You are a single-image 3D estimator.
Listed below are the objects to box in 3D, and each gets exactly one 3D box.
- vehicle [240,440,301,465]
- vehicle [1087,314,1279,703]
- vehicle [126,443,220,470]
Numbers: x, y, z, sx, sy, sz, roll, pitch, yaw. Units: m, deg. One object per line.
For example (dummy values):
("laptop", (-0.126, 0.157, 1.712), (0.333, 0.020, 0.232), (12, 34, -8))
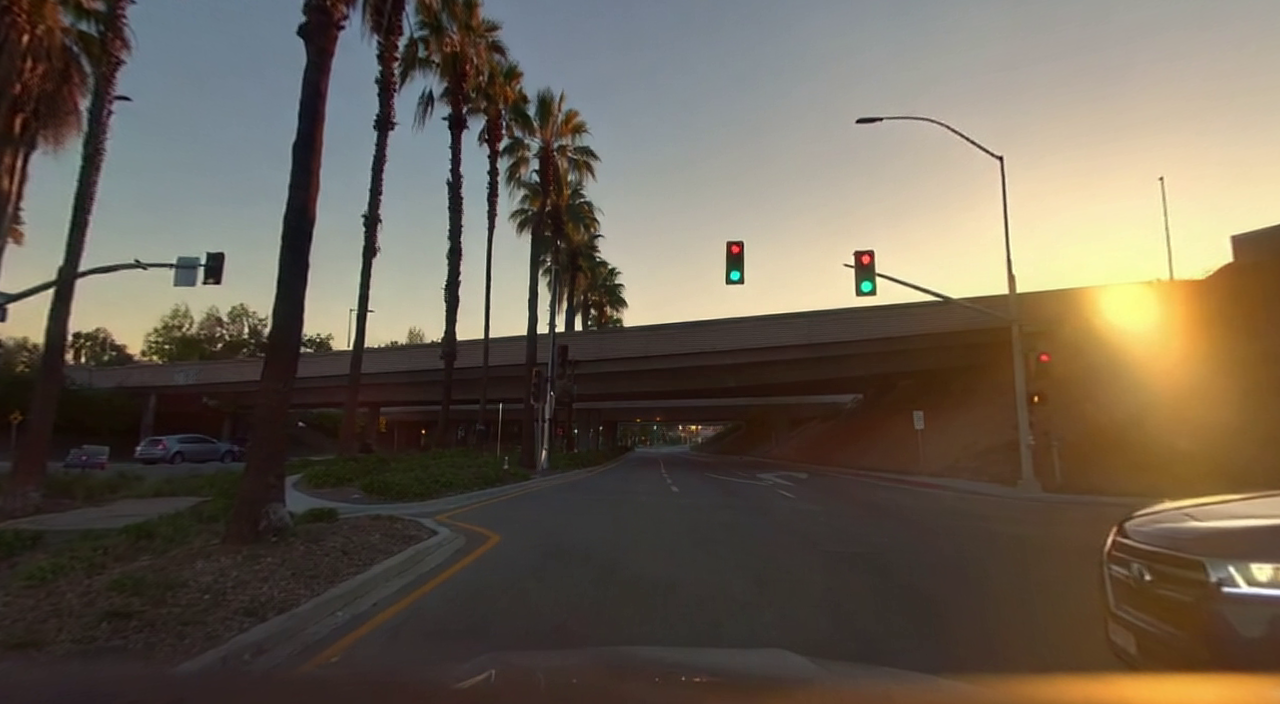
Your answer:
("vehicle", (-26.272, 7.152, 44.906), (1.941, 1.631, 4.017), (0, -9, 0))
("vehicle", (3.452, 0.531, 0.974), (2.028, 1.770, 4.737), (0, -9, 1))
("vehicle", (-26.561, 5.956, 36.006), (1.830, 1.443, 4.551), (0, -9, 1))
